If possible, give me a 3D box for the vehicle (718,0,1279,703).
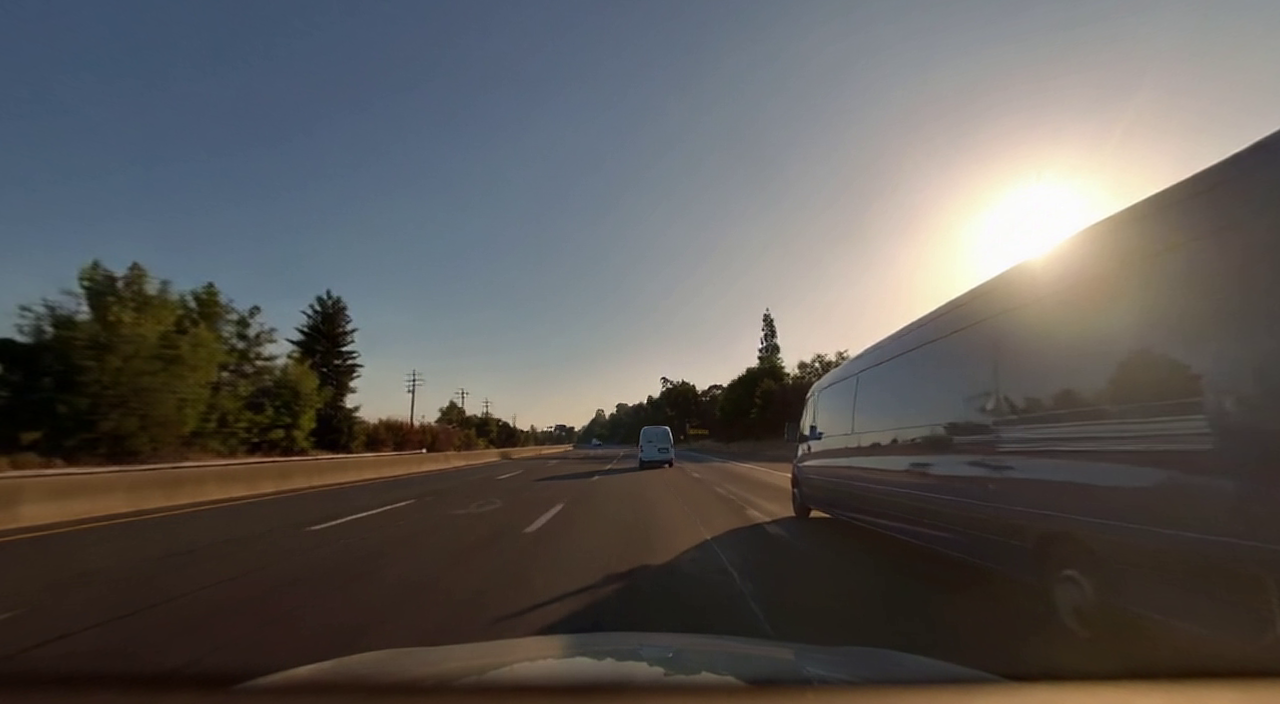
[{"bbox_3d":[4.079,0.504,9.238,3.892,4.216,16.830,0,-8,1],"label":"vehicle"}]

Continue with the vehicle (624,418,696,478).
[{"bbox_3d":[0.738,3.638,23.989,2.469,2.027,4.554,0,-8,1],"label":"vehicle"}]
